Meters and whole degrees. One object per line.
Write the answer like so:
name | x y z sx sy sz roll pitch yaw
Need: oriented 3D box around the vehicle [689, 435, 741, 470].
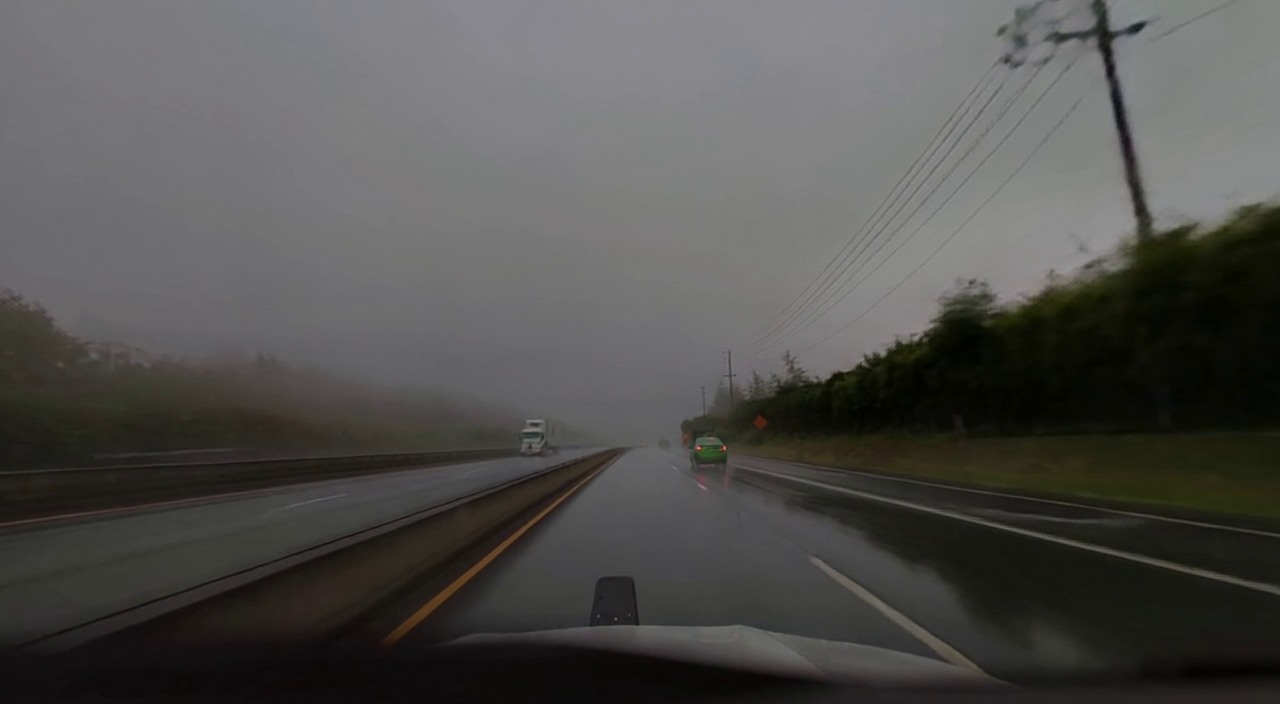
vehicle | 3.640 4.967 31.335 1.977 1.581 4.428 0 -8 0
